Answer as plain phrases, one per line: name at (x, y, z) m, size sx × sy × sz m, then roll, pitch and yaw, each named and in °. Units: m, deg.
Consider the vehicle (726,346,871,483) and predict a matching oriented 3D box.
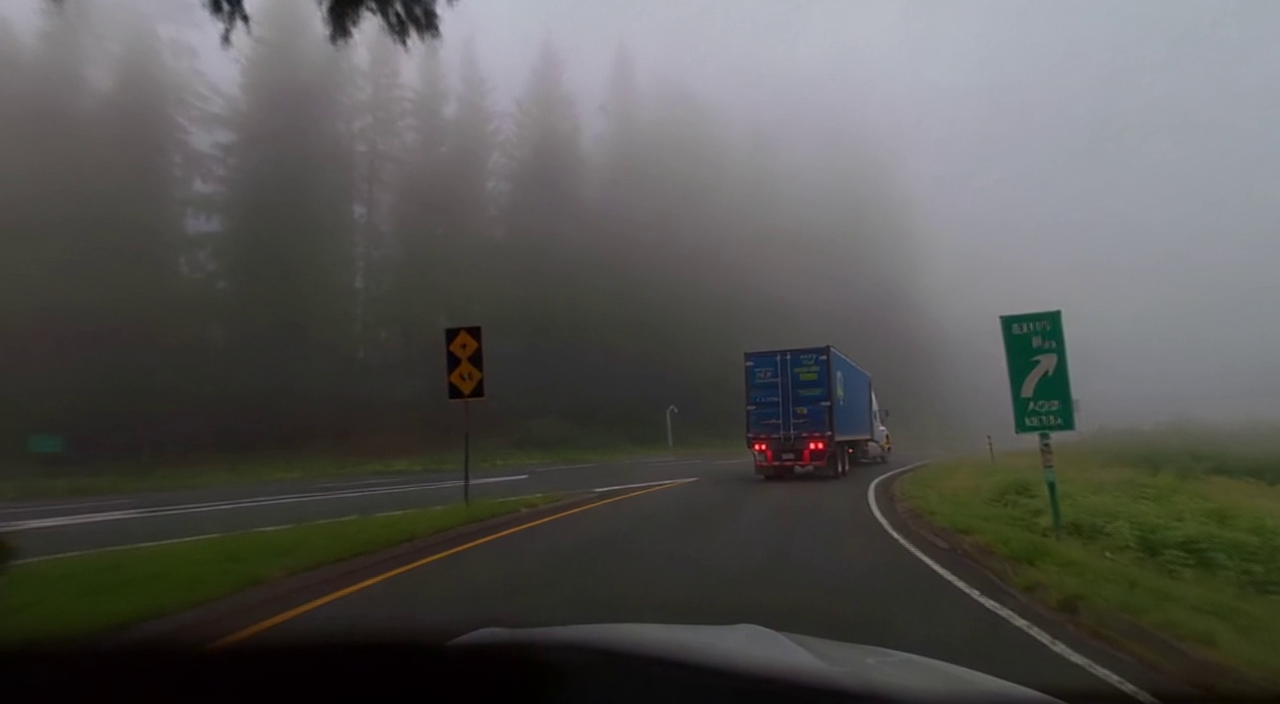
vehicle at (5.847, 2.293, 21.663) m, size 2.937 × 3.647 × 9.344 m, roll -4°, pitch -9°, yaw 25°
